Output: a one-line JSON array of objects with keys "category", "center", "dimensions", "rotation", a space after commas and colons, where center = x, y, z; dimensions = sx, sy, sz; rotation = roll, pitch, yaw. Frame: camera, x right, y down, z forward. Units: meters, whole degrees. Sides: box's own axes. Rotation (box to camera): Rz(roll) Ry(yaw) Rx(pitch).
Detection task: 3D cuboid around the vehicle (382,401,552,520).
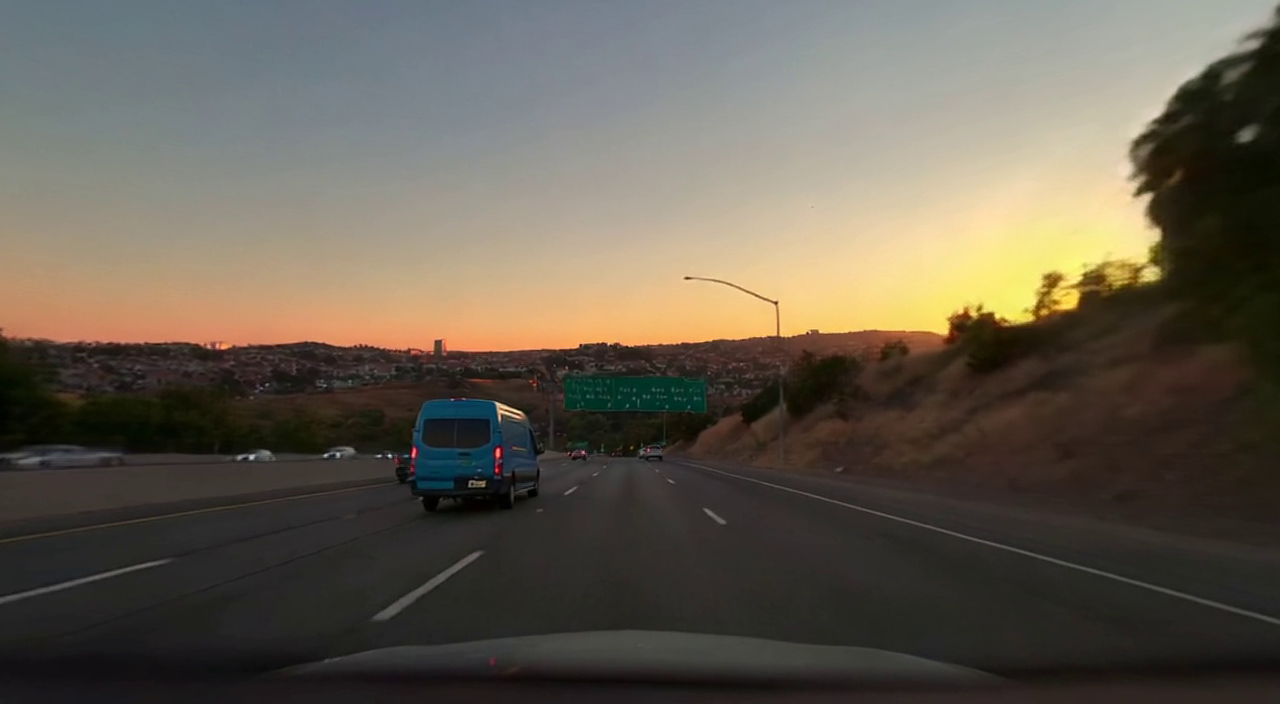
[{"category": "vehicle", "center": [-3.679, 2.480, 14.717], "dimensions": [2.372, 2.248, 5.393], "rotation": [0, -9, 1]}]
